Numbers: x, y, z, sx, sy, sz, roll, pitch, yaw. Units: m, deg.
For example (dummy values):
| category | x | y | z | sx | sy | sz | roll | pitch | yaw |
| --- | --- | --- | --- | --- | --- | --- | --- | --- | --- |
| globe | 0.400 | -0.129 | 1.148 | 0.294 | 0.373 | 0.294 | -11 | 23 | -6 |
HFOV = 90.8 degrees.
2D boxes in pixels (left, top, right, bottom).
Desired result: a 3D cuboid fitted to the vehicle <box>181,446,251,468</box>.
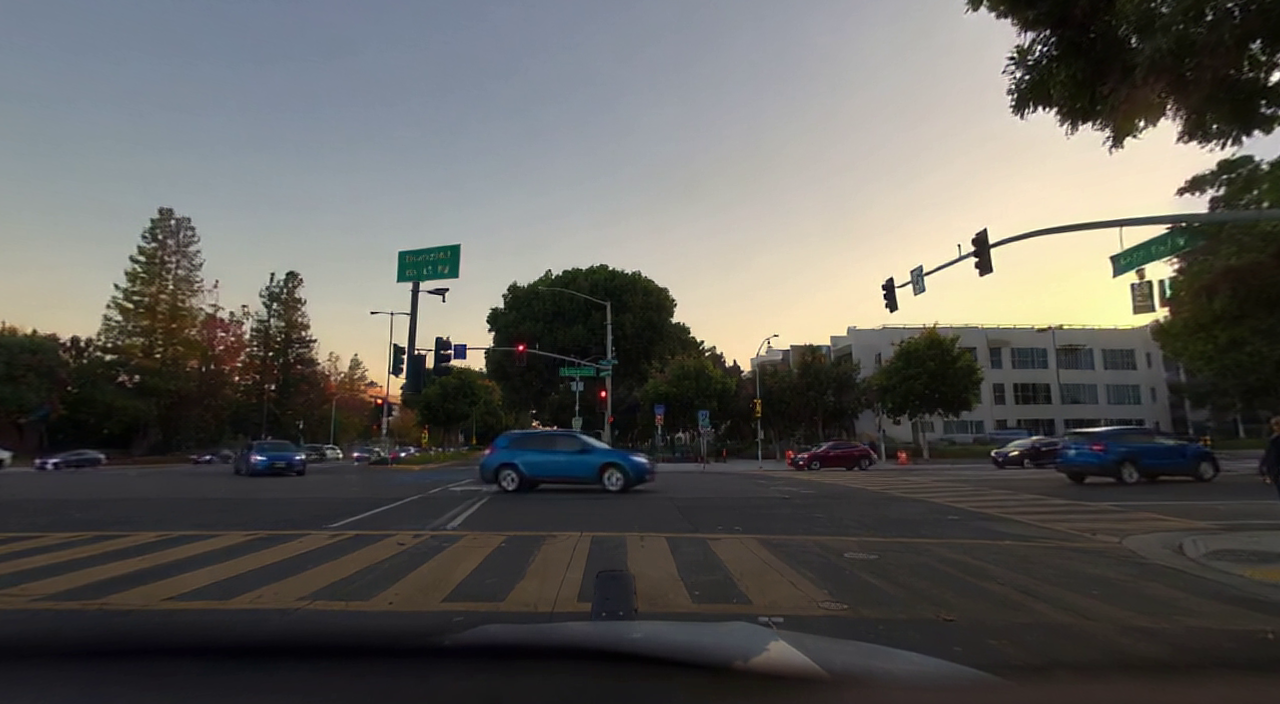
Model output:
| category | x | y | z | sx | sy | sz | roll | pitch | yaw |
| --- | --- | --- | --- | --- | --- | --- | --- | --- | --- |
| vehicle | -31.445 | 7.791 | 47.006 | 1.892 | 1.525 | 5.171 | 0 | -8 | -4 |

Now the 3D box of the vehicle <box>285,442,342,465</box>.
| category | x | y | z | sx | sy | sz | roll | pitch | yaw |
| --- | --- | --- | --- | --- | --- | --- | --- | --- | --- |
| vehicle | -24.531 | 7.611 | 47.671 | 1.951 | 1.609 | 4.693 | 0 | -8 | -2 |

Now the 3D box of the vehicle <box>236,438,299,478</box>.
| category | x | y | z | sx | sy | sz | roll | pitch | yaw |
| --- | --- | --- | --- | --- | --- | --- | --- | --- | --- |
| vehicle | -15.667 | 4.397 | 26.512 | 2.007 | 1.540 | 4.312 | 5 | -10 | -31 |

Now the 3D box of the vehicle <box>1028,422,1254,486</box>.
| category | x | y | z | sx | sy | sz | roll | pitch | yaw |
| --- | --- | --- | --- | --- | --- | --- | --- | --- | --- |
| vehicle | 15.588 | 3.140 | 19.714 | 6.196 | 1.777 | 2.457 | 3 | -9 | -19 |

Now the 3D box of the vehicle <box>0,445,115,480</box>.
| category | x | y | z | sx | sy | sz | roll | pitch | yaw |
| --- | --- | --- | --- | --- | --- | --- | --- | --- | --- |
| vehicle | -27.052 | 5.035 | 29.215 | 1.881 | 1.469 | 4.415 | 0 | -8 | -3 |

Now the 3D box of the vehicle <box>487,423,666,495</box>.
| category | x | y | z | sx | sy | sz | roll | pitch | yaw |
| --- | --- | --- | --- | --- | --- | --- | --- | --- | --- |
| vehicle | -1.708 | 2.961 | 17.670 | 4.509 | 1.821 | 2.066 | -2 | -9 | 15 |

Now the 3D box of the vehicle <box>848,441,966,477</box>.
| category | x | y | z | sx | sy | sz | roll | pitch | yaw |
| --- | --- | --- | --- | --- | --- | --- | --- | --- | --- |
| vehicle | 11.589 | 4.627 | 27.562 | 4.317 | 1.491 | 1.896 | 1 | -9 | -10 |
